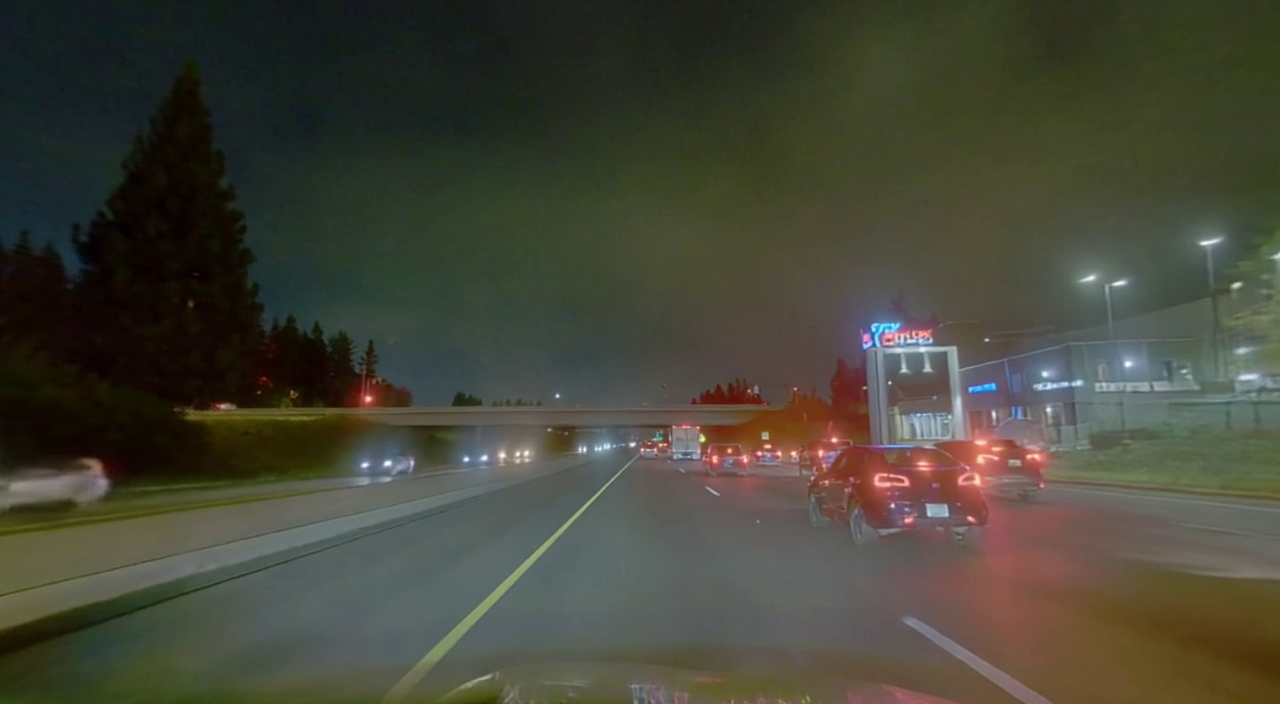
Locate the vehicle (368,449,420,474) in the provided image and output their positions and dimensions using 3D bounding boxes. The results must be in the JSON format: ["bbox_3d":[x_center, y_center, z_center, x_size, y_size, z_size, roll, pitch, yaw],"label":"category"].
[{"bbox_3d":[-18.243,8.131,47.040,2.027,1.666,4.508,0,-8,1],"label":"vehicle"}]

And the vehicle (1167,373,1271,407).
[{"bbox_3d":[35.800,2.418,39.172,2.024,1.757,4.696,-1,-8,1],"label":"vehicle"}]

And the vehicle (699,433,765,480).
[{"bbox_3d":[3.906,4.533,27.674,2.086,1.858,4.737,0,-8,-1],"label":"vehicle"}]

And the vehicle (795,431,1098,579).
[{"bbox_3d":[3.665,1.885,8.682,1.902,1.481,4.451,0,-8,0],"label":"vehicle"}]
